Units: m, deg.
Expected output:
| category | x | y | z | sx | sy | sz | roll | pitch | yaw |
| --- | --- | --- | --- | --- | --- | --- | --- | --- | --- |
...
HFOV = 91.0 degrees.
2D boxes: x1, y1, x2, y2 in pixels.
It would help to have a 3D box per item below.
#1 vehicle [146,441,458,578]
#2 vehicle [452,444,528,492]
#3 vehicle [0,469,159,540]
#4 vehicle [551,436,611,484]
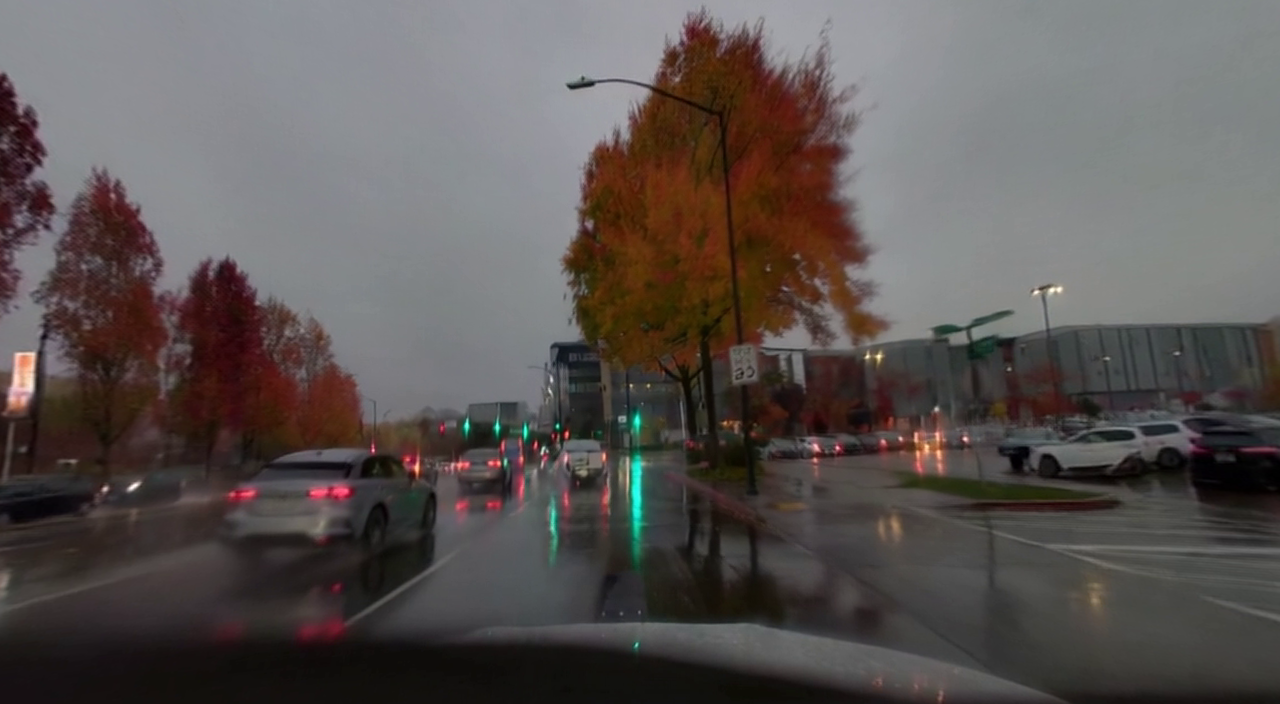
| category | x | y | z | sx | sy | sz | roll | pitch | yaw |
| --- | --- | --- | --- | --- | --- | --- | --- | --- | --- |
| vehicle | -4.590 | 2.192 | 9.832 | 2.090 | 1.506 | 5.326 | 1 | -9 | -2 |
| vehicle | -5.287 | 4.139 | 22.861 | 1.974 | 1.549 | 4.603 | 2 | -9 | -5 |
| vehicle | -16.509 | 4.185 | 17.847 | 1.954 | 1.539 | 4.690 | 1 | -9 | 1 |
| vehicle | -2.377 | 4.269 | 25.117 | 2.144 | 1.704 | 4.028 | 2 | -9 | -6 |
